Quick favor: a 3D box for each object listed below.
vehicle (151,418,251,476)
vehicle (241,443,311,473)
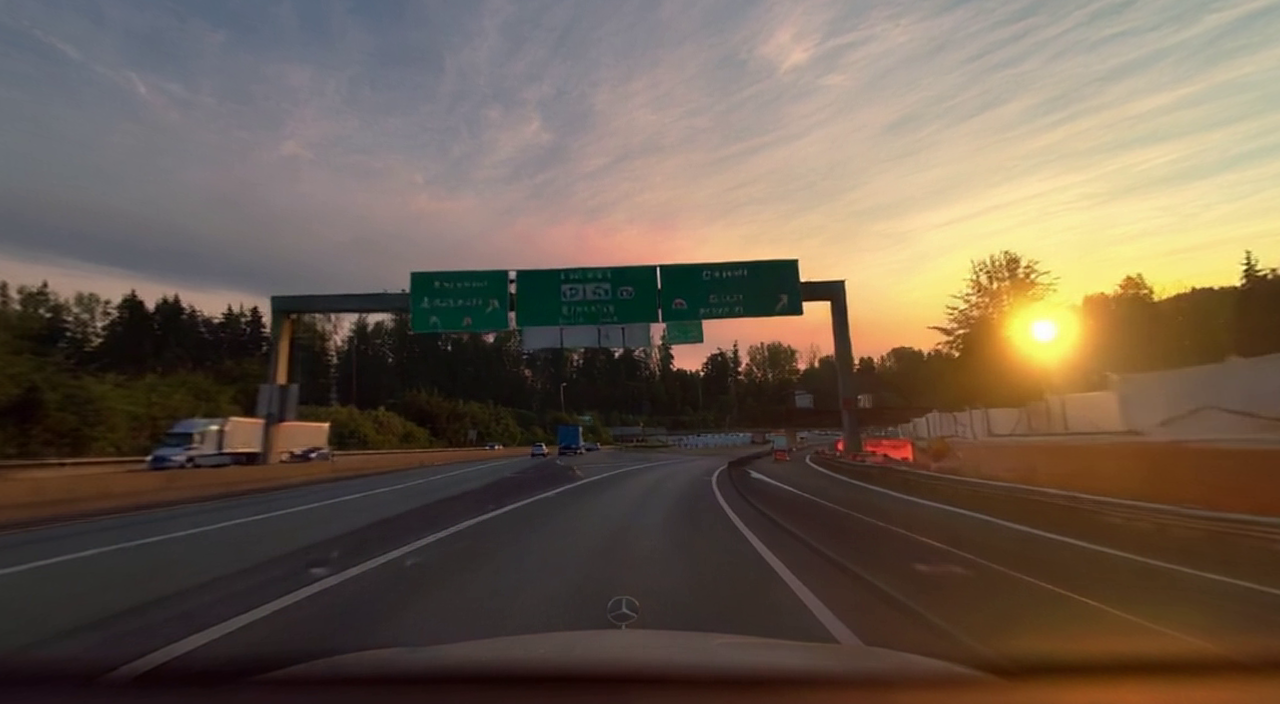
[{"bbox_3d":[-31.539,6.899,45.624,2.949,3.867,5.938,0,-9,-3],"label":"vehicle"},{"bbox_3d":[-28.089,8.211,48.936,2.224,2.164,5.797,0,-9,-3],"label":"vehicle"}]
